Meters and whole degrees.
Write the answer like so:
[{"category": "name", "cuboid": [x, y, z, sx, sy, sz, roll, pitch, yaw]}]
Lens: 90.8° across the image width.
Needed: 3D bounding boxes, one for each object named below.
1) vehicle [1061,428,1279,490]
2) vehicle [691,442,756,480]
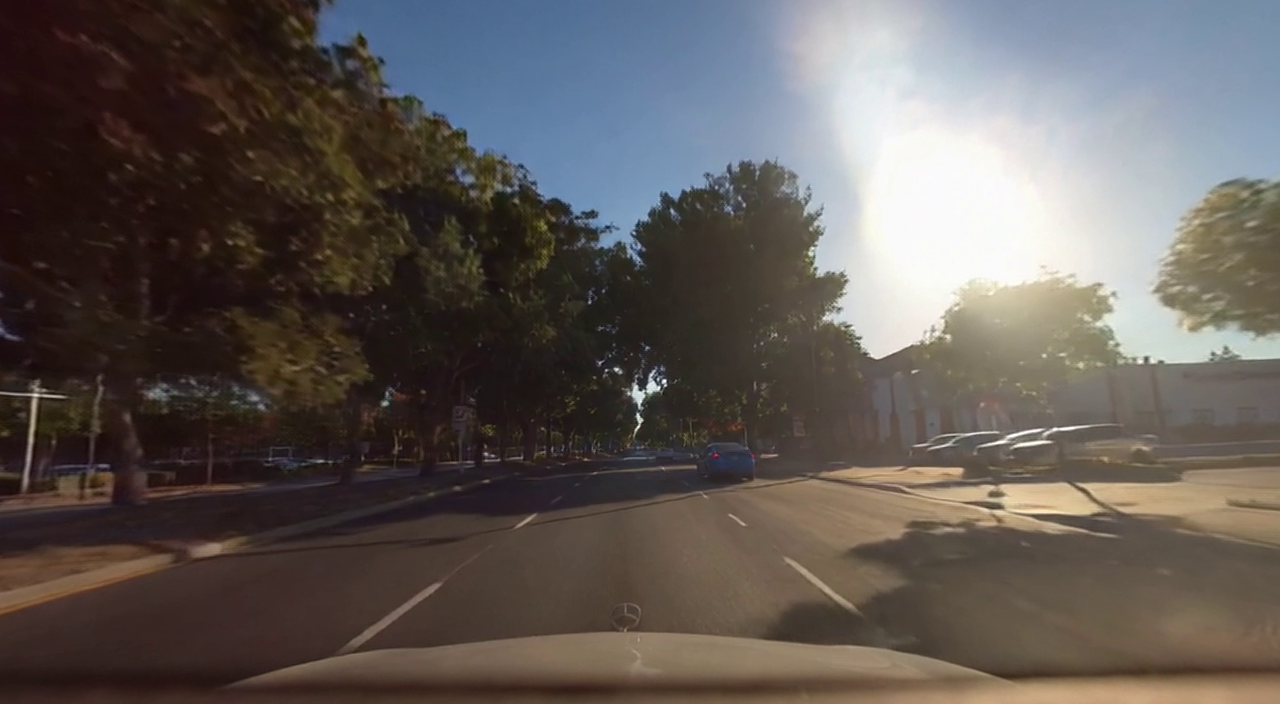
[{"category": "vehicle", "cuboid": [15.780, 3.191, 18.997, 4.684, 1.448, 2.090, -3, -8, -3]}, {"category": "vehicle", "cuboid": [3.460, 4.609, 27.081, 2.033, 1.482, 4.571, 0, -8, -2]}]
